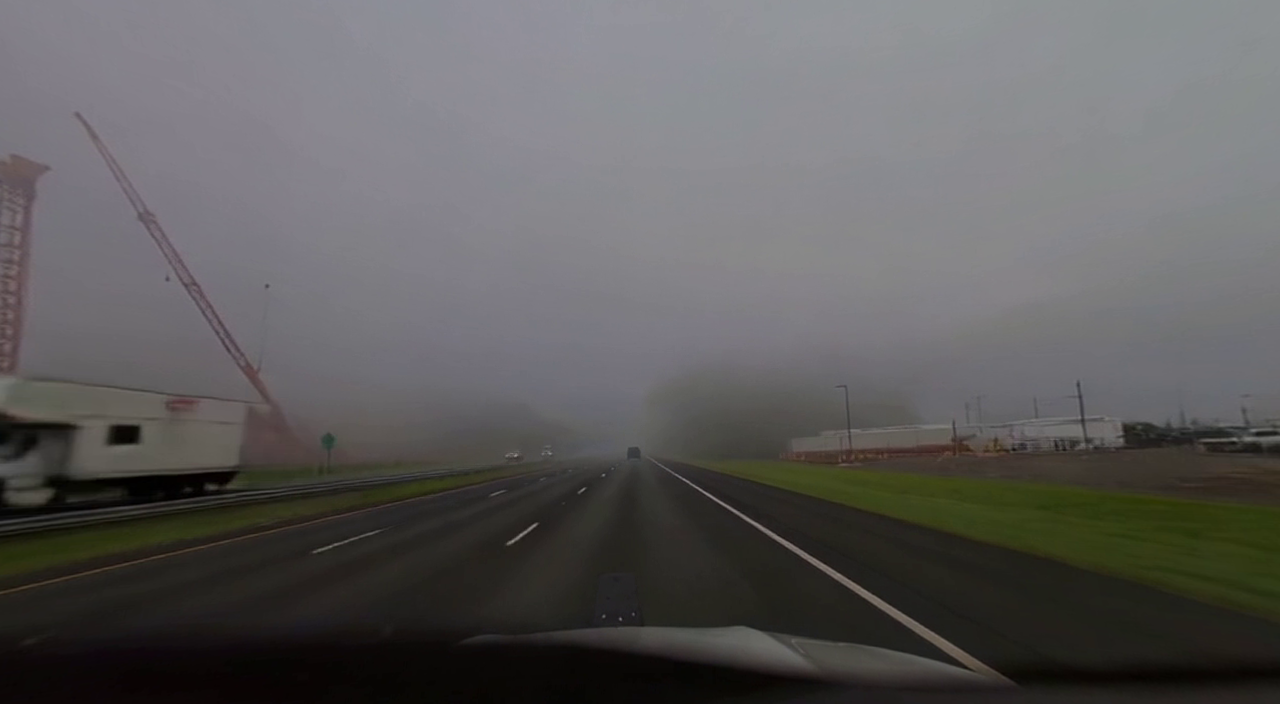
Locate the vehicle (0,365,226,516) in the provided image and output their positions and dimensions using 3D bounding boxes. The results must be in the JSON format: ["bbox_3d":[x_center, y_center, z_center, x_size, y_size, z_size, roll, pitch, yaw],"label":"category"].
[{"bbox_3d":[-16.308,2.561,17.954,2.917,3.480,8.865,0,-9,0],"label":"vehicle"}]
